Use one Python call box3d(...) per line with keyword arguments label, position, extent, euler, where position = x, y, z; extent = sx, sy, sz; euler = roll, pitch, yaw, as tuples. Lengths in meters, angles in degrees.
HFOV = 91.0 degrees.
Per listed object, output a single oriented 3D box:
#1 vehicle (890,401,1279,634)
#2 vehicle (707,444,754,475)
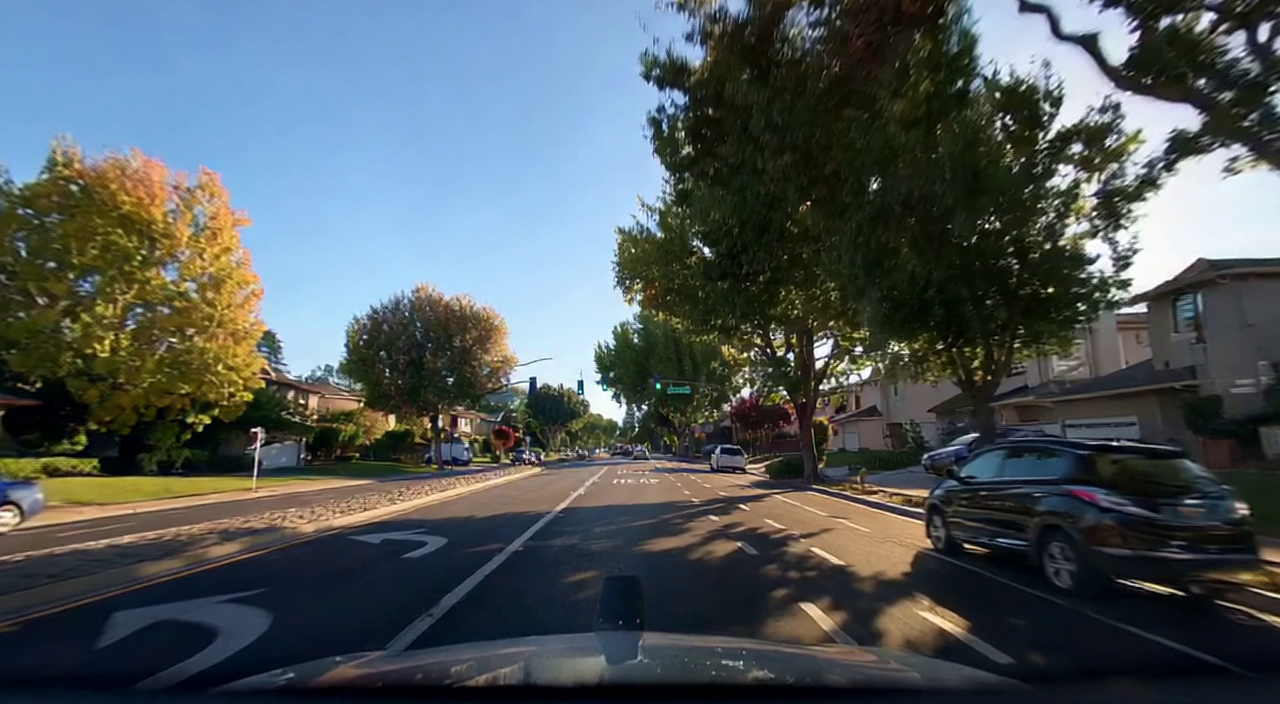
box3d(label="vehicle", position=(4.882, 1.709, 7.389), extent=(2.182, 1.755, 4.351), euler=(5, -8, 2))
box3d(label="vehicle", position=(5.085, 6.117, 36.101), extent=(1.979, 1.637, 4.321), euler=(0, -9, -1))
